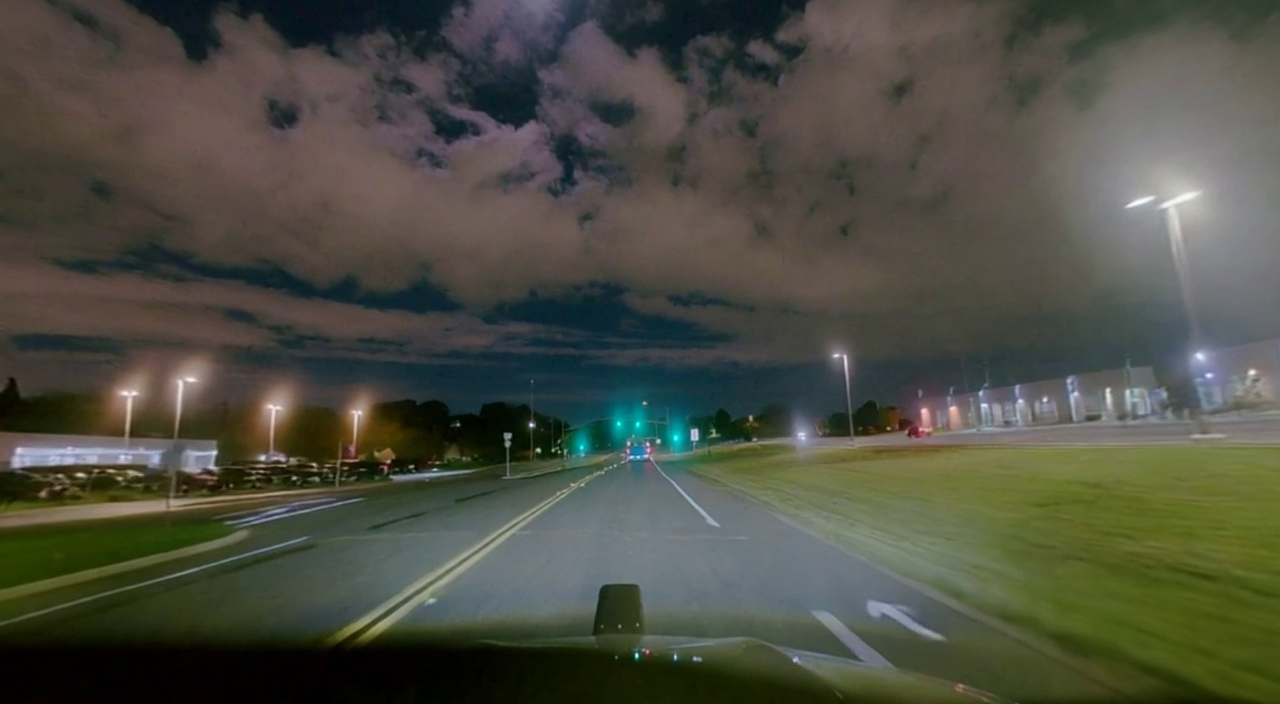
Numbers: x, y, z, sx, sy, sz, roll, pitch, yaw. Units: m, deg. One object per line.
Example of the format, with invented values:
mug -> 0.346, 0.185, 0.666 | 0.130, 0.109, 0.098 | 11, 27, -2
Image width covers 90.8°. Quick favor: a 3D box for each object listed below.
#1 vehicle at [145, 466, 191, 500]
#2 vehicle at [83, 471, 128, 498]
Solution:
vehicle -> -27.838, 7.667, 37.335 | 1.930, 1.718, 4.438 | 6, -10, -35
vehicle -> -32.023, 7.903, 37.813 | 1.747, 1.468, 3.972 | 7, -13, -42
